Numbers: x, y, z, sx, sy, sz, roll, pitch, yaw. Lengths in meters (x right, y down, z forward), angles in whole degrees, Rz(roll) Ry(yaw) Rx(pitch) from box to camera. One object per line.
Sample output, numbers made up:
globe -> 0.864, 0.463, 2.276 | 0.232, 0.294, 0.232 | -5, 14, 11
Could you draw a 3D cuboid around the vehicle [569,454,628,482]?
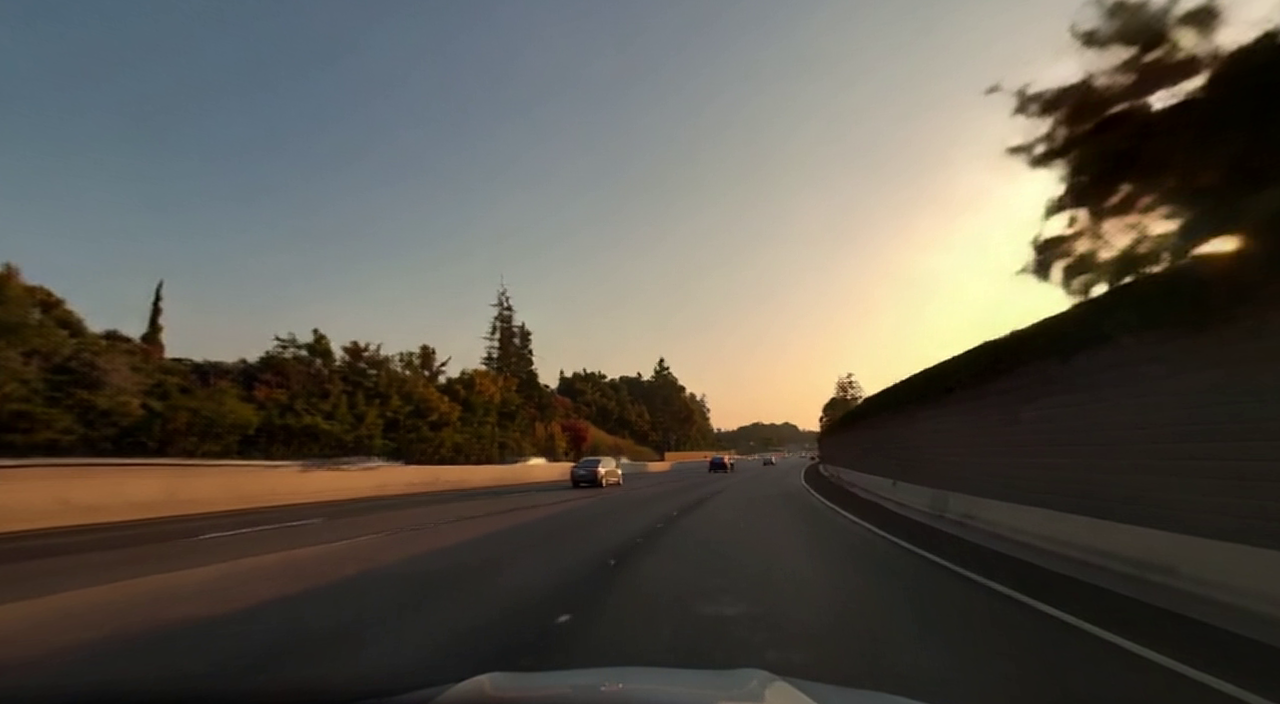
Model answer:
vehicle -> -2.268, 6.610, 36.253 | 1.699, 1.461, 4.924 | -3, -9, 17
